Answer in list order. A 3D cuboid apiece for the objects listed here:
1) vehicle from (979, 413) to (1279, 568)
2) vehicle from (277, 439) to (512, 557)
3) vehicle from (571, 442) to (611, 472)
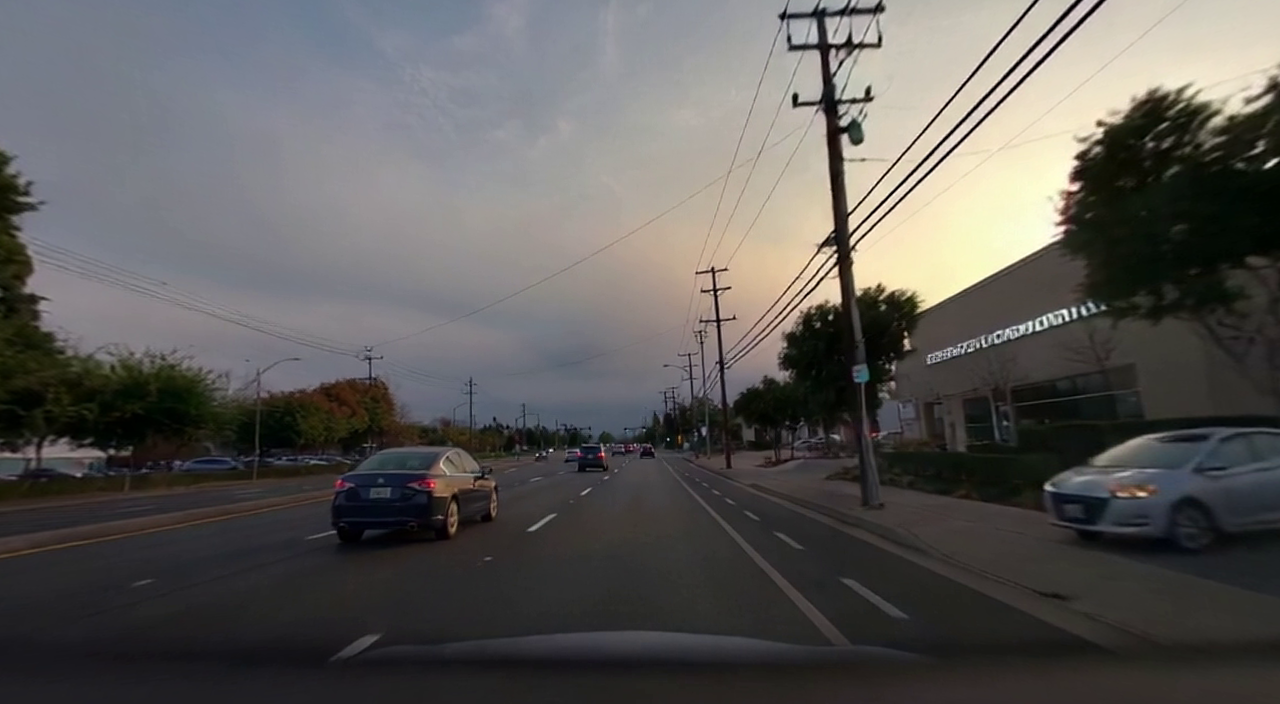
[{"bbox_3d":[6.857,1.590,7.526,4.465,1.566,1.923,1,-9,-1],"label":"vehicle"},{"bbox_3d":[-3.607,2.216,10.329,1.942,1.469,4.426,0,-9,2],"label":"vehicle"},{"bbox_3d":[-3.019,6.582,39.644,2.087,1.736,4.311,0,-9,2],"label":"vehicle"}]
